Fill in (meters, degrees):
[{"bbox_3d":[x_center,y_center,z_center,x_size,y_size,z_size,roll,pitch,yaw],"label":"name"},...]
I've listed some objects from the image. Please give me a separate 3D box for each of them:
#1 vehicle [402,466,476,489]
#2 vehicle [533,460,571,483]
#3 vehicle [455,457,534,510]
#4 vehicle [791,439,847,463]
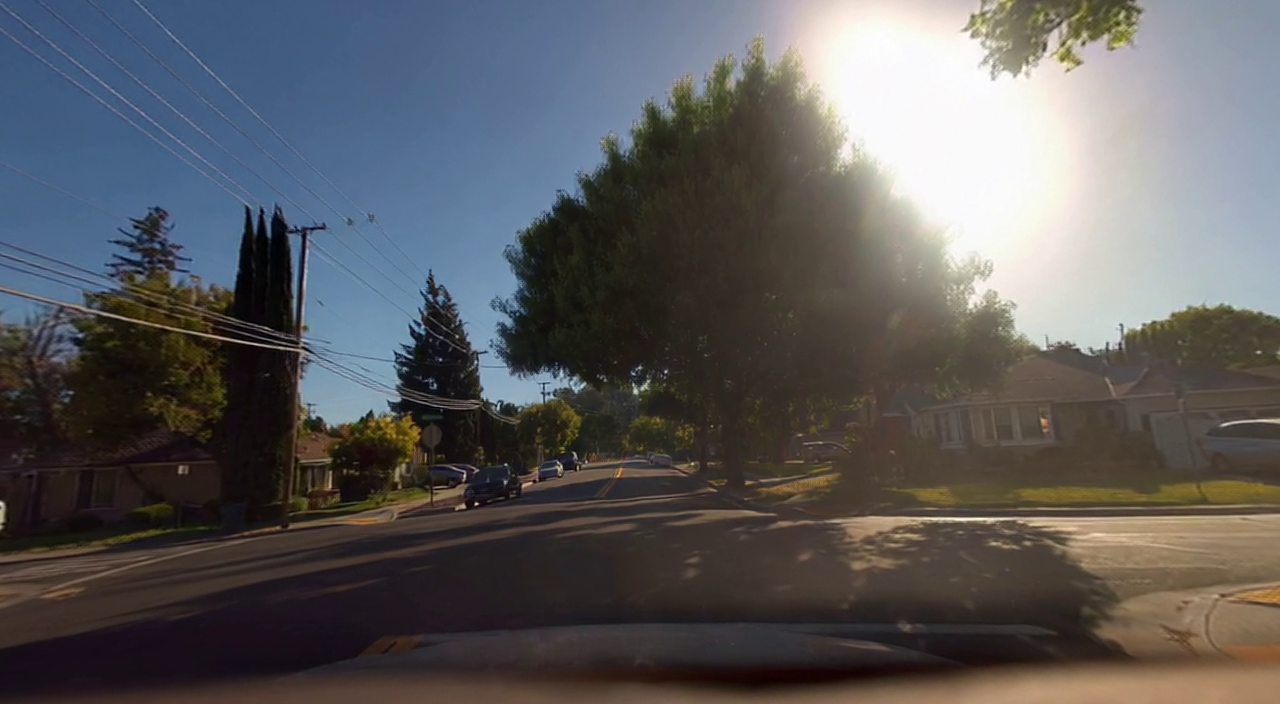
[{"bbox_3d":[-14.207,8.877,44.678,4.601,1.486,1.876,-2,-9,12],"label":"vehicle"},{"bbox_3d":[-6.543,8.939,47.440,2.133,1.525,4.401,-4,-10,0],"label":"vehicle"},{"bbox_3d":[-6.205,5.645,27.526,2.149,1.823,4.613,-6,-9,1],"label":"vehicle"},{"bbox_3d":[12.416,6.910,43.999,3.563,1.551,1.916,-2,-9,12],"label":"vehicle"}]
